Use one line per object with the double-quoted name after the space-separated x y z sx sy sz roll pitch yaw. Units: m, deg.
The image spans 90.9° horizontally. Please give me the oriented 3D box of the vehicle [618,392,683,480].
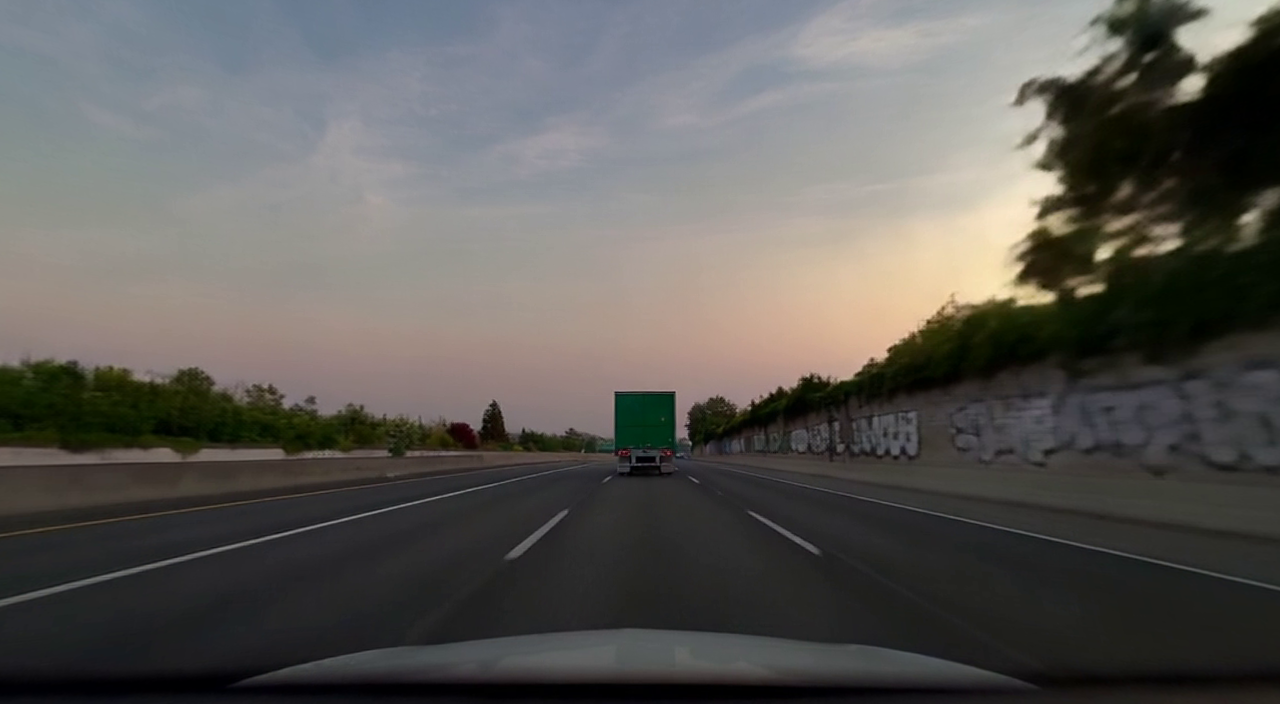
0.406 4.573 33.644 2.900 3.955 10.151 0 -9 -1 "vehicle"
